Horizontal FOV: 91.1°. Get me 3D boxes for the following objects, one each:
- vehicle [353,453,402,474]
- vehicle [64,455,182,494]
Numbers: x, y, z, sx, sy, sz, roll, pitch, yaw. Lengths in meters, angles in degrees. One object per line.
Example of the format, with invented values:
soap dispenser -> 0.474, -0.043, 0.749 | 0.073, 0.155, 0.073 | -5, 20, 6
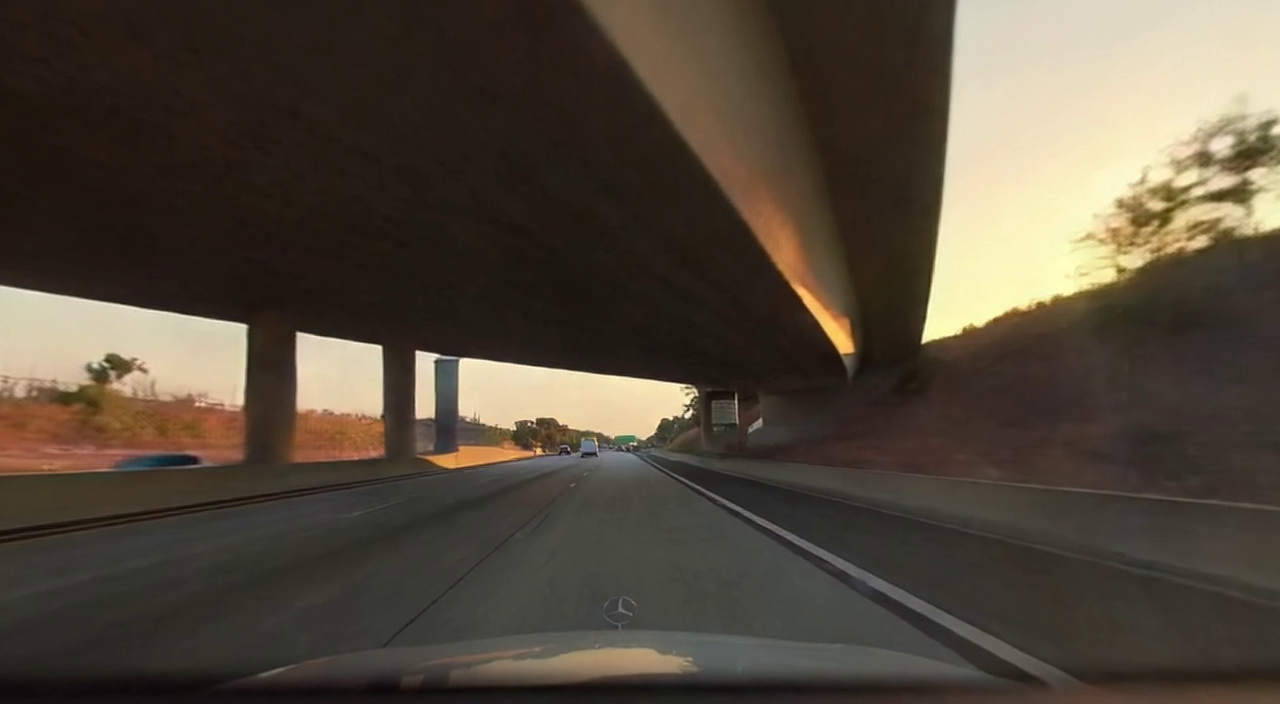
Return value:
vehicle -> -18.667, 7.924, 44.872 | 1.821, 1.437, 4.017 | 0, -9, -2
vehicle -> -21.352, 5.035, 26.176 | 1.750, 1.450, 3.731 | 0, -9, -1
